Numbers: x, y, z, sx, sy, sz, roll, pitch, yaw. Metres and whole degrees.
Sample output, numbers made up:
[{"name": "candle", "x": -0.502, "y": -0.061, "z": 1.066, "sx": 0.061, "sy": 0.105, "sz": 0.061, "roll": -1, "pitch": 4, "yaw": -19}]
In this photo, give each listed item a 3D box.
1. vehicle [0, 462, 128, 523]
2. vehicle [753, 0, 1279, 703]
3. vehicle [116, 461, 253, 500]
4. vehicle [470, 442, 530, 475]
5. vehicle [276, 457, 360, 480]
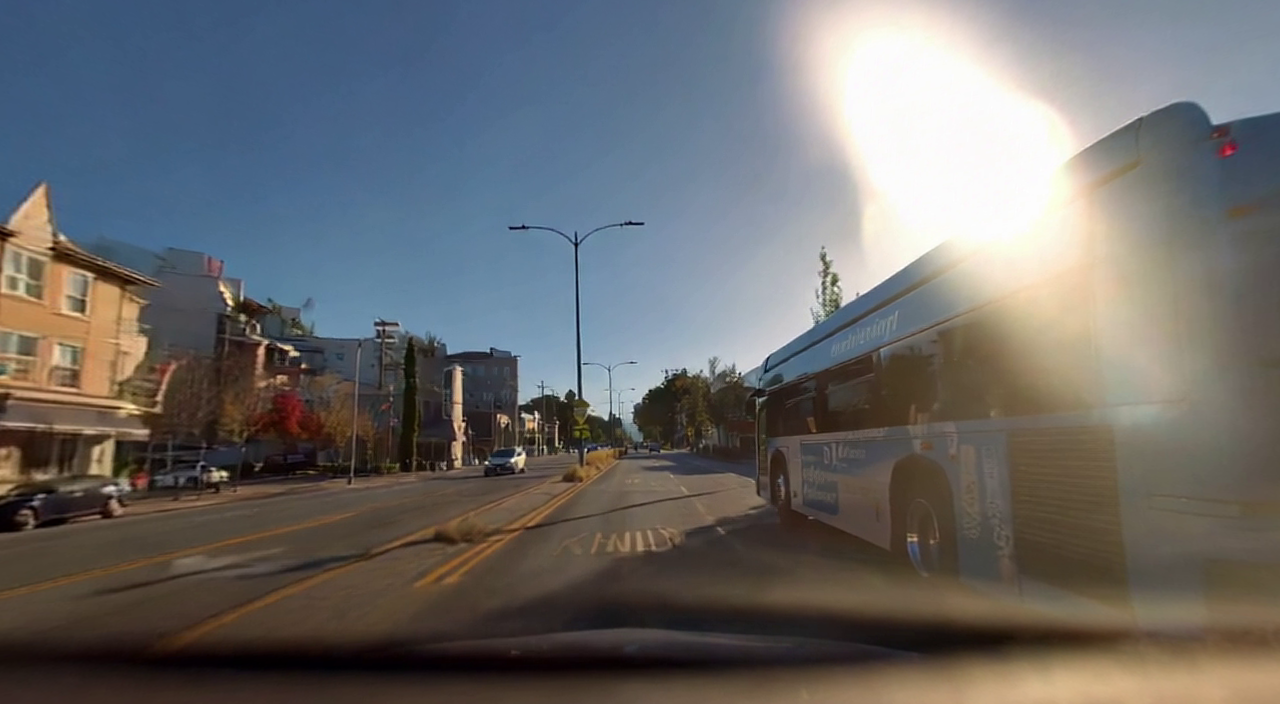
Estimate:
[{"name": "vehicle", "x": -18.265, "y": 4.153, "z": 18.878, "sx": 4.192, "sy": 1.606, "sz": 1.922, "roll": 0, "pitch": -8, "yaw": 0}, {"name": "vehicle", "x": 3.980, "y": 0.548, "z": 6.304, "sx": 3.194, "sy": 3.345, "sz": 12.428, "roll": 0, "pitch": -8, "yaw": -1}, {"name": "vehicle", "x": -19.507, "y": 5.488, "z": 27.186, "sx": 4.409, "sy": 1.508, "sz": 1.803, "roll": 0, "pitch": -8, "yaw": -3}, {"name": "vehicle", "x": -8.462, "y": 6.478, "z": 38.870, "sx": 2.315, "sy": 1.841, "sz": 5.648, "roll": 0, "pitch": -8, "yaw": 1}, {"name": "vehicle", "x": -21.966, "y": 7.963, "z": 43.246, "sx": 4.708, "sy": 1.488, "sz": 1.868, "roll": 0, "pitch": -8, "yaw": -1}]
